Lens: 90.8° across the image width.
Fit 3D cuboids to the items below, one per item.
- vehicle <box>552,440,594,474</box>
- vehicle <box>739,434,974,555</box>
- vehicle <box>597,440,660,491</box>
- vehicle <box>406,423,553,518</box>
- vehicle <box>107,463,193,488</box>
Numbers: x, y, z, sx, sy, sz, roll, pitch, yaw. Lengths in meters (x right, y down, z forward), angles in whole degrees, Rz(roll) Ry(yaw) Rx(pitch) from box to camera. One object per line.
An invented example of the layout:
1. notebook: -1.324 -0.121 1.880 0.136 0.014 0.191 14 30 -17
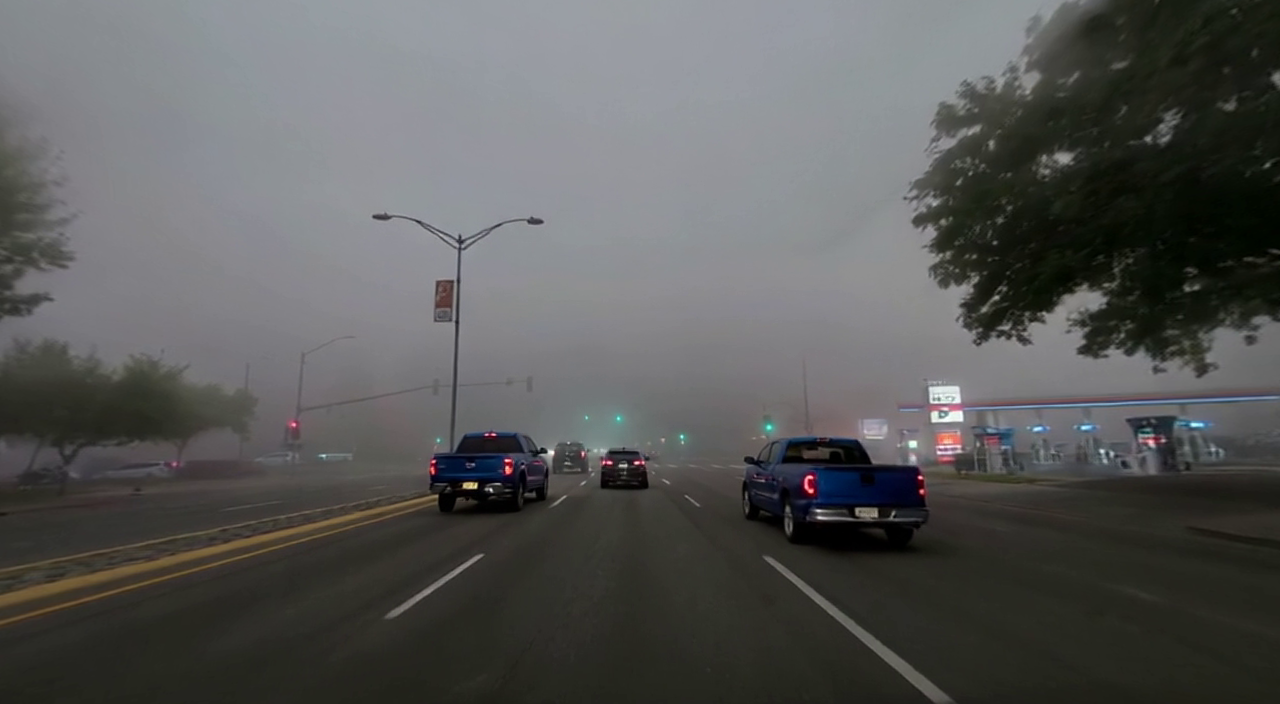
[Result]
1. vehicle: -4.209 6.718 40.689 2.321 2.026 5.307 0 -9 -2
2. vehicle: 3.054 2.115 10.151 2.061 1.487 4.462 0 -9 -2
3. vehicle: -0.415 3.959 22.314 2.029 1.605 3.827 0 -9 -2
4. vehicle: -3.613 2.811 15.566 2.195 1.905 5.634 0 -9 -1
5. vehicle: -36.272 9.087 46.834 1.929 1.636 4.589 -7 -11 38
